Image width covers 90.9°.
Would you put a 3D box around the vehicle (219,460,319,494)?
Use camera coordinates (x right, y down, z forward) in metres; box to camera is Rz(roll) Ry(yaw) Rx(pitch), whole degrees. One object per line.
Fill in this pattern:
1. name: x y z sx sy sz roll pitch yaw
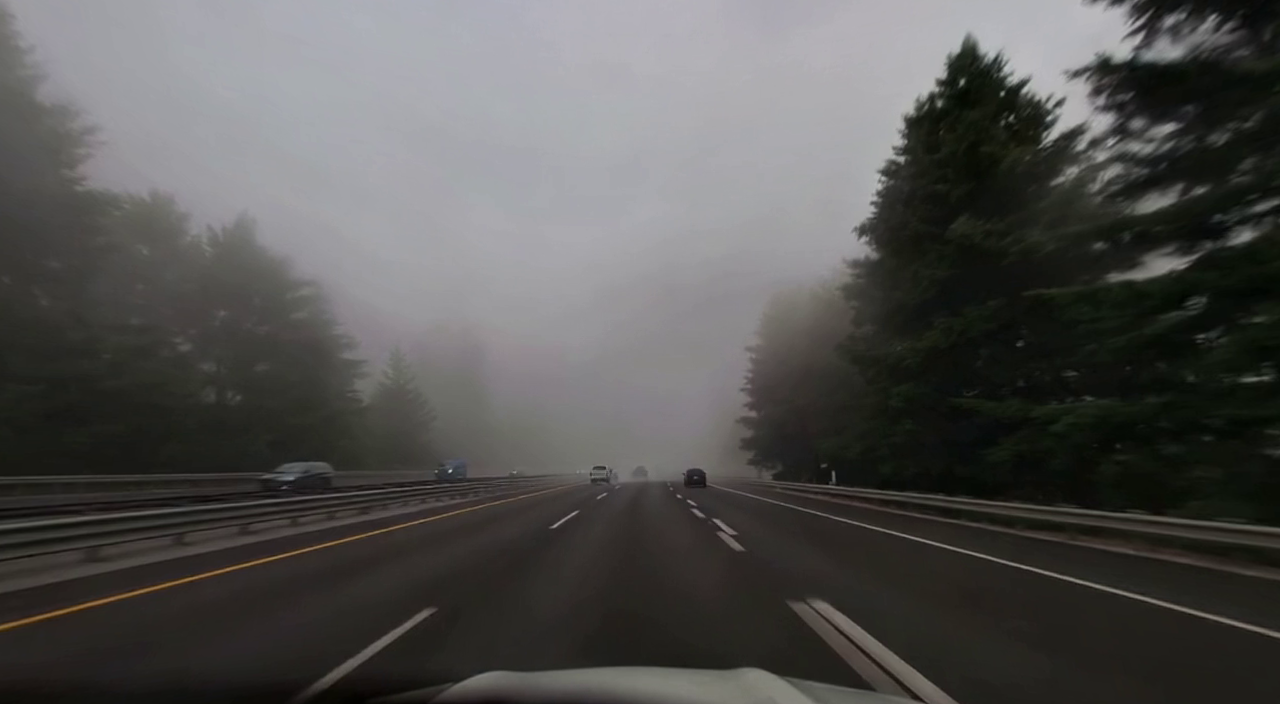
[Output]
1. vehicle: -16.891 5.711 28.990 1.979 1.390 4.241 0 -10 0
